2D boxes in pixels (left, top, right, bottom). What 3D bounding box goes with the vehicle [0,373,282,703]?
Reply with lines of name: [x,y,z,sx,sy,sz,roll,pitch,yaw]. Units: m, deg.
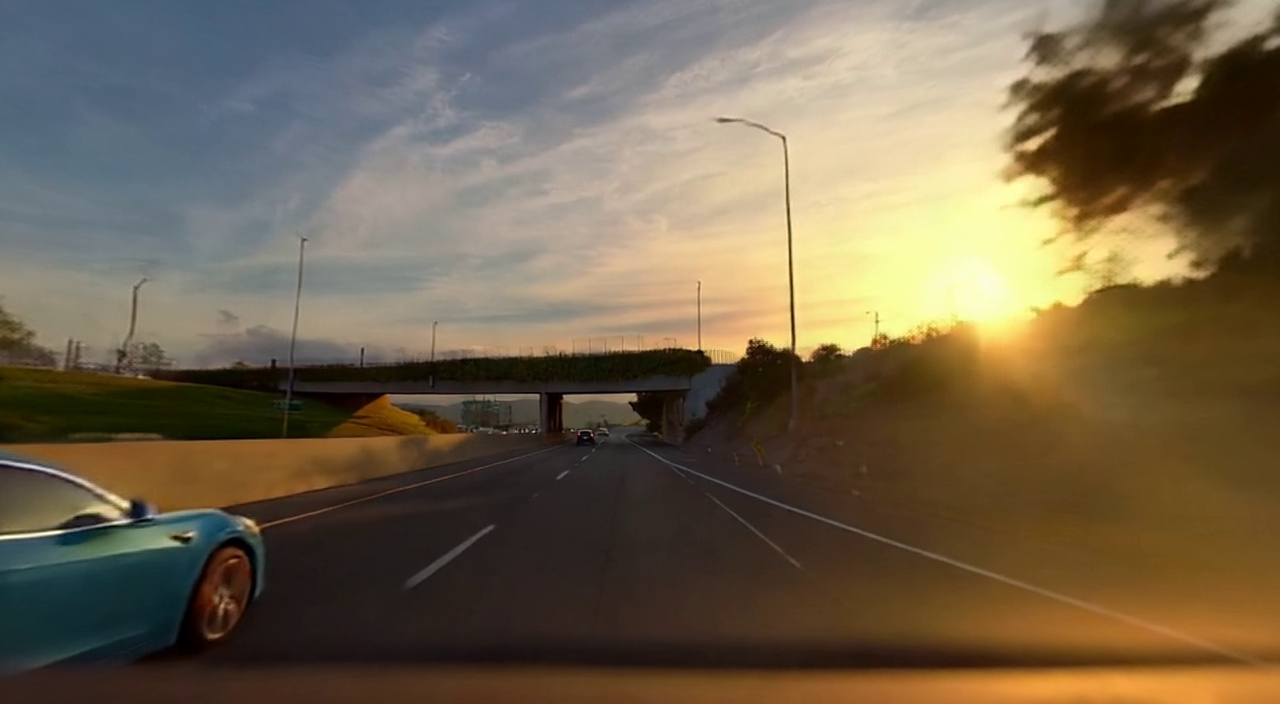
vehicle: [-3.465,0.794,1.896,2.108,1.555,4.574,0,-8,-1]

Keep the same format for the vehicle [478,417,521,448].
vehicle: [-10.941,6.329,49.393,2.240,2.254,5.250,1,-8,-1]
